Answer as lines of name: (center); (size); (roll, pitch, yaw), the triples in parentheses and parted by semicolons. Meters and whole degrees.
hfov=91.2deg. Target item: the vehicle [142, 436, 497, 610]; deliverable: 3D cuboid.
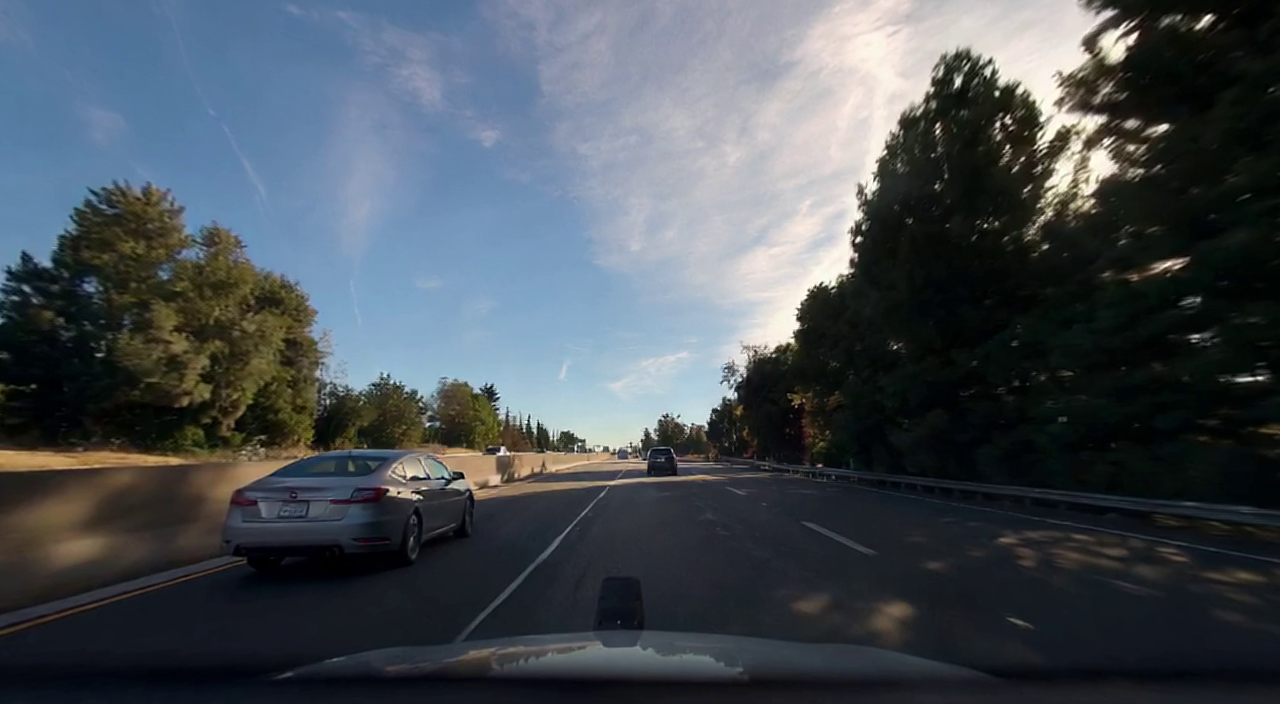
vehicle: (-3.251, 1.807, 7.556); (2.013, 1.479, 4.169); (0, -9, 1)

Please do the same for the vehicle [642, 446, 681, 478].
vehicle: (1.084, 5.787, 33.065); (1.910, 1.554, 3.718); (0, -9, 0)
